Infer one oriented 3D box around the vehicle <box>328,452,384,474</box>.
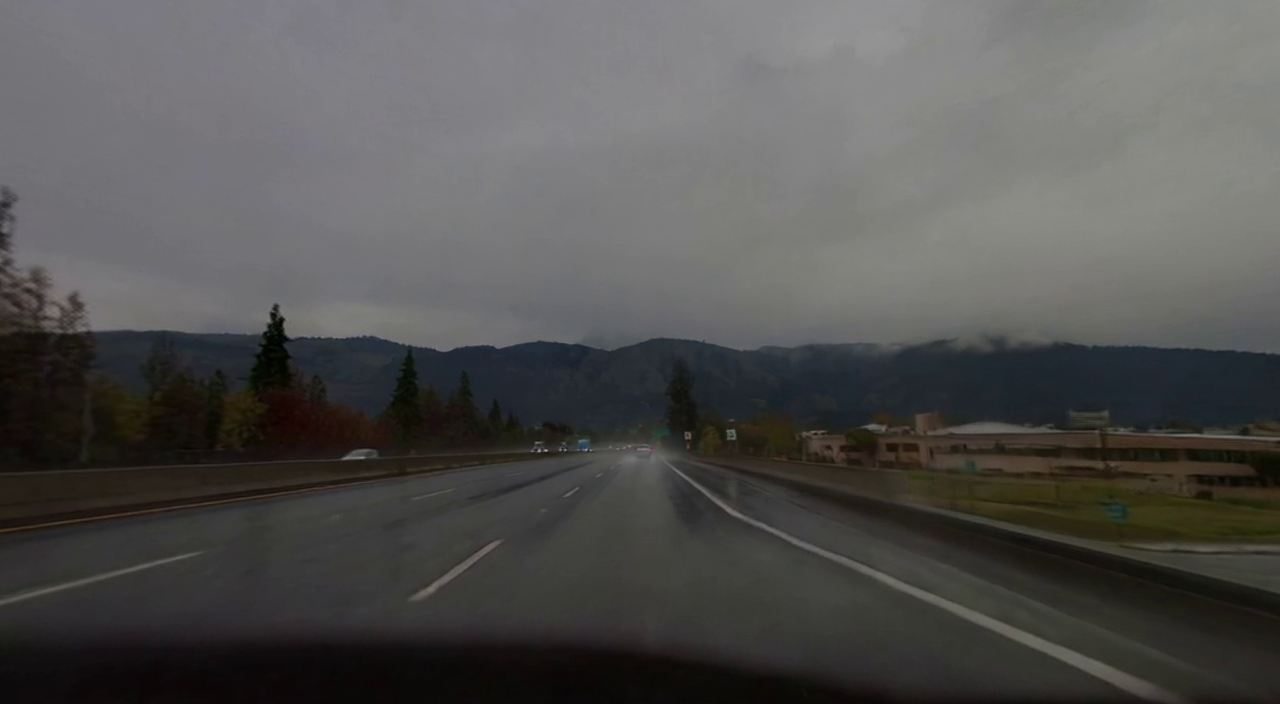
[{"bbox_3d":[-20.831,8.166,46.611,1.922,1.499,4.595,0,-9,1],"label":"vehicle"}]
